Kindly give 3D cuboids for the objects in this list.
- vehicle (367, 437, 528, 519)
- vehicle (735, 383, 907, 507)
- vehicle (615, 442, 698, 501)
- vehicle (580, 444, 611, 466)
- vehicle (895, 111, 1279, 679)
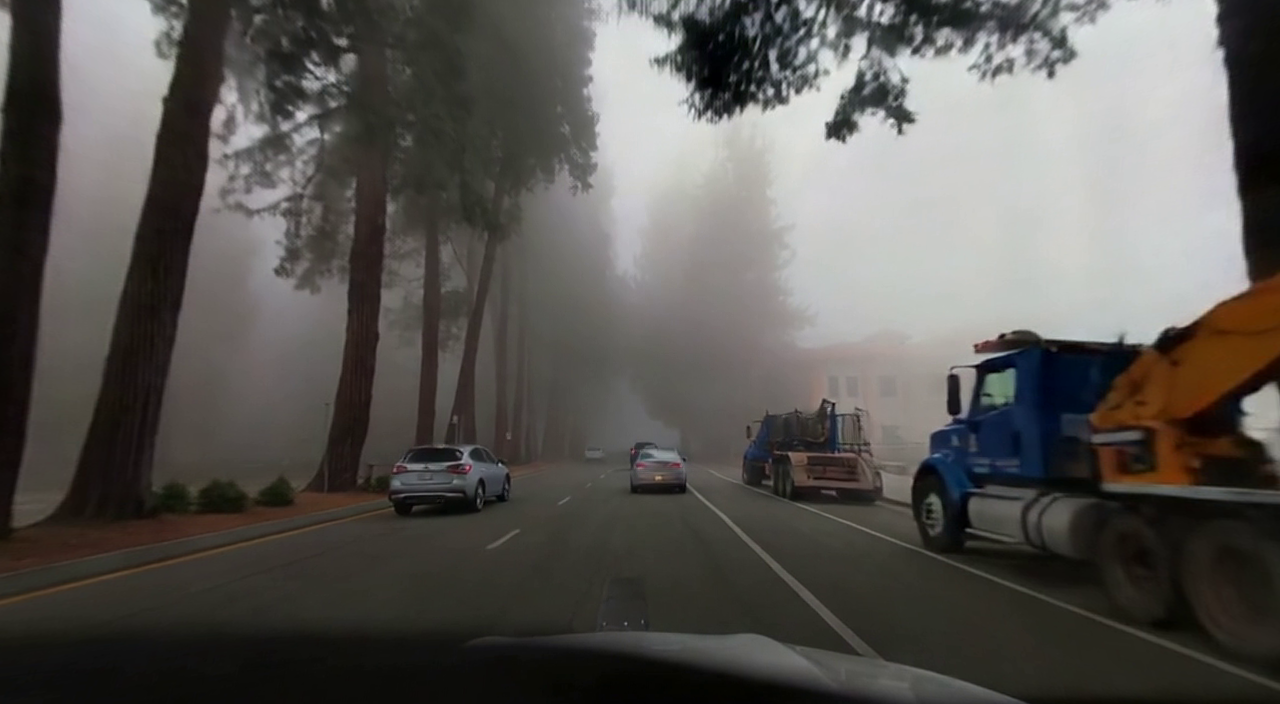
[{"bbox_3d":[-4.037,2.731,14.219,2.003,1.507,4.808,0,-9,1],"label":"vehicle"},{"bbox_3d":[5.489,3.133,21.258,3.089,3.258,8.841,0,-9,0],"label":"vehicle"},{"bbox_3d":[0.438,3.338,18.025,2.086,1.466,4.026,0,-9,1],"label":"vehicle"},{"bbox_3d":[-3.430,8.072,49.364,2.062,1.641,4.193,0,-9,2],"label":"vehicle"},{"bbox_3d":[5.548,0.365,4.630,2.867,3.600,11.047,0,-9,1],"label":"vehicle"}]
